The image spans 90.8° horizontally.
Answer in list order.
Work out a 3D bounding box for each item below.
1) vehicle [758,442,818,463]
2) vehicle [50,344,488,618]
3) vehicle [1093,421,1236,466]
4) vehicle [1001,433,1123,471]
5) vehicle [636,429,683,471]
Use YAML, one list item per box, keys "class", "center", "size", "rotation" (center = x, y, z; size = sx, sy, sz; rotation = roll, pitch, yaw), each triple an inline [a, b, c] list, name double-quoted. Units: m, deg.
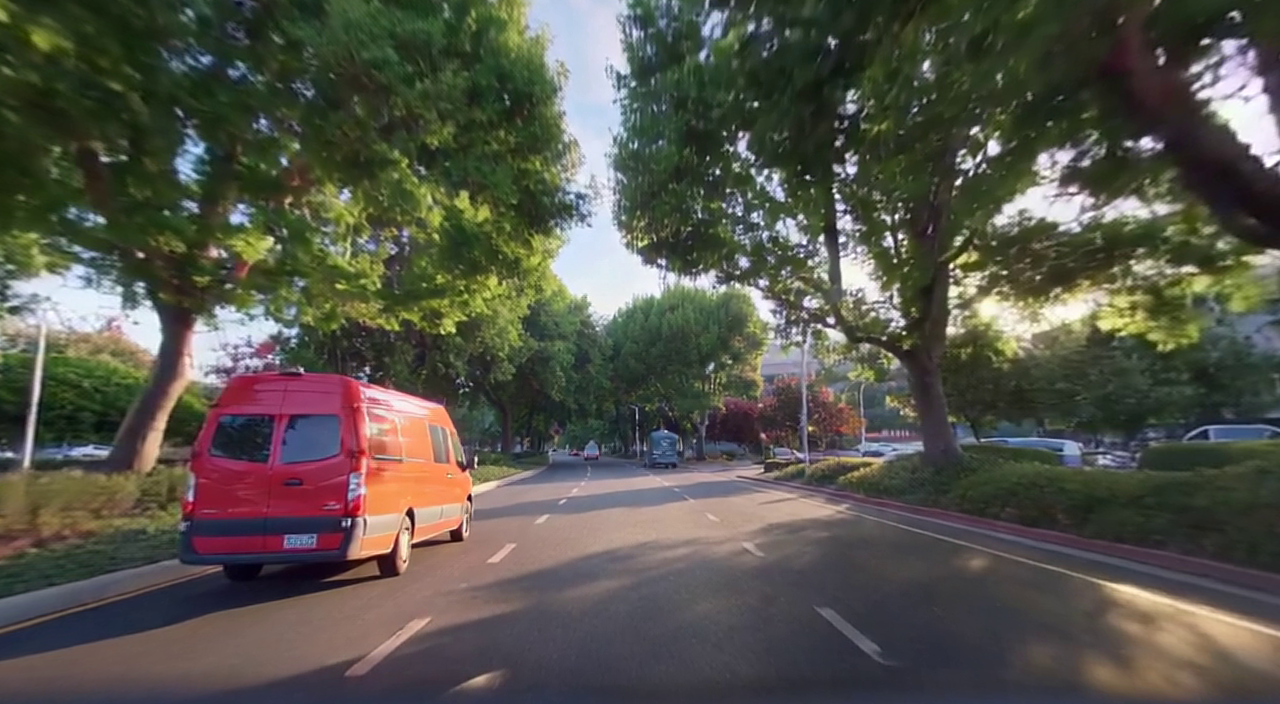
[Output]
- class: "vehicle"
  center: [11.635, 7.925, 49.765]
  size: [4.117, 1.627, 2.086]
  rotation: [1, -9, -5]
- class: "vehicle"
  center: [-3.562, 1.395, 7.485]
  size: [2.420, 2.227, 4.499]
  rotation: [0, -9, -1]
- class: "vehicle"
  center: [23.373, 4.154, 28.458]
  size: [1.966, 1.798, 4.753]
  rotation: [1, -9, -7]
- class: "vehicle"
  center: [18.322, 4.377, 27.718]
  size: [1.926, 1.517, 4.505]
  rotation: [1, -9, -5]
- class: "vehicle"
  center: [1.181, 6.488, 41.753]
  size: [2.397, 2.566, 5.324]
  rotation: [1, -9, -6]
